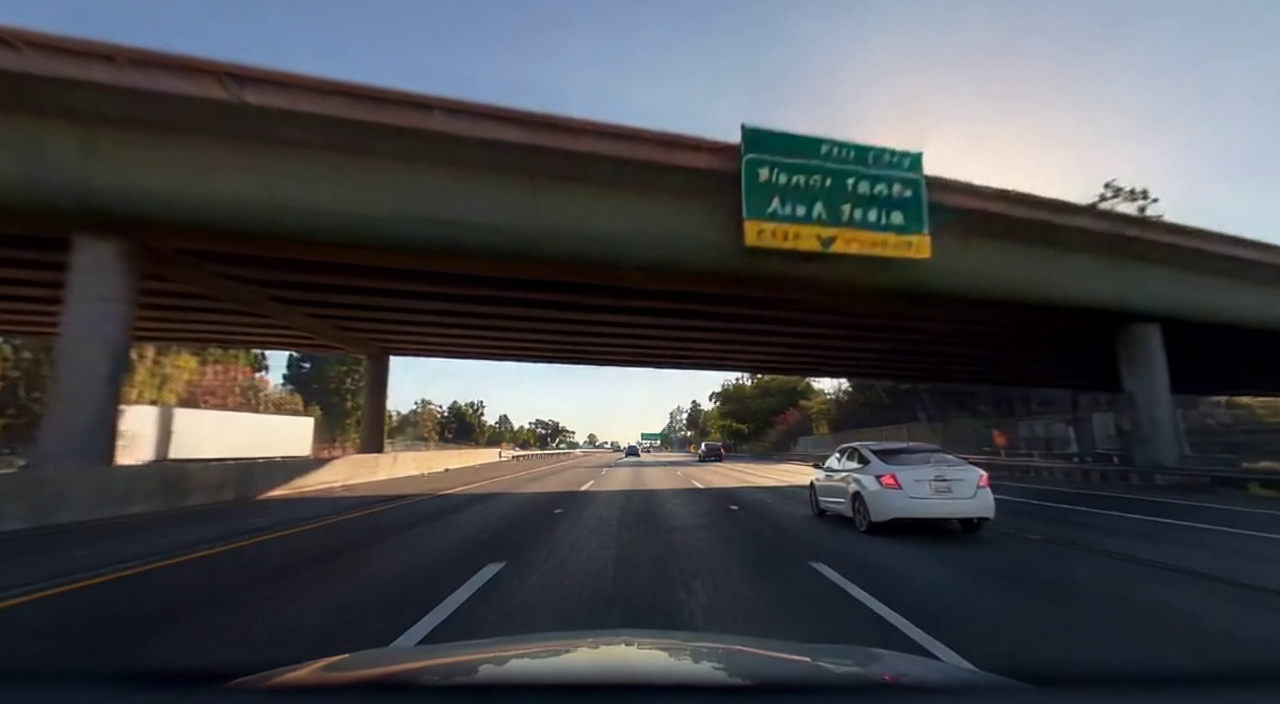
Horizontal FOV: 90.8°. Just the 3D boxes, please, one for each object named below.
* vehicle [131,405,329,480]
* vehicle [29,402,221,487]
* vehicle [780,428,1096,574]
[{"bbox_3d":[-27.263,6.338,44.009,2.909,4.186,16.546,0,-9,0],"label":"vehicle"},{"bbox_3d":[-27.157,5.001,34.153,3.020,3.976,8.549,0,-9,0],"label":"vehicle"},{"bbox_3d":[3.562,1.862,8.784,2.076,1.472,4.562,0,-9,-1],"label":"vehicle"}]
